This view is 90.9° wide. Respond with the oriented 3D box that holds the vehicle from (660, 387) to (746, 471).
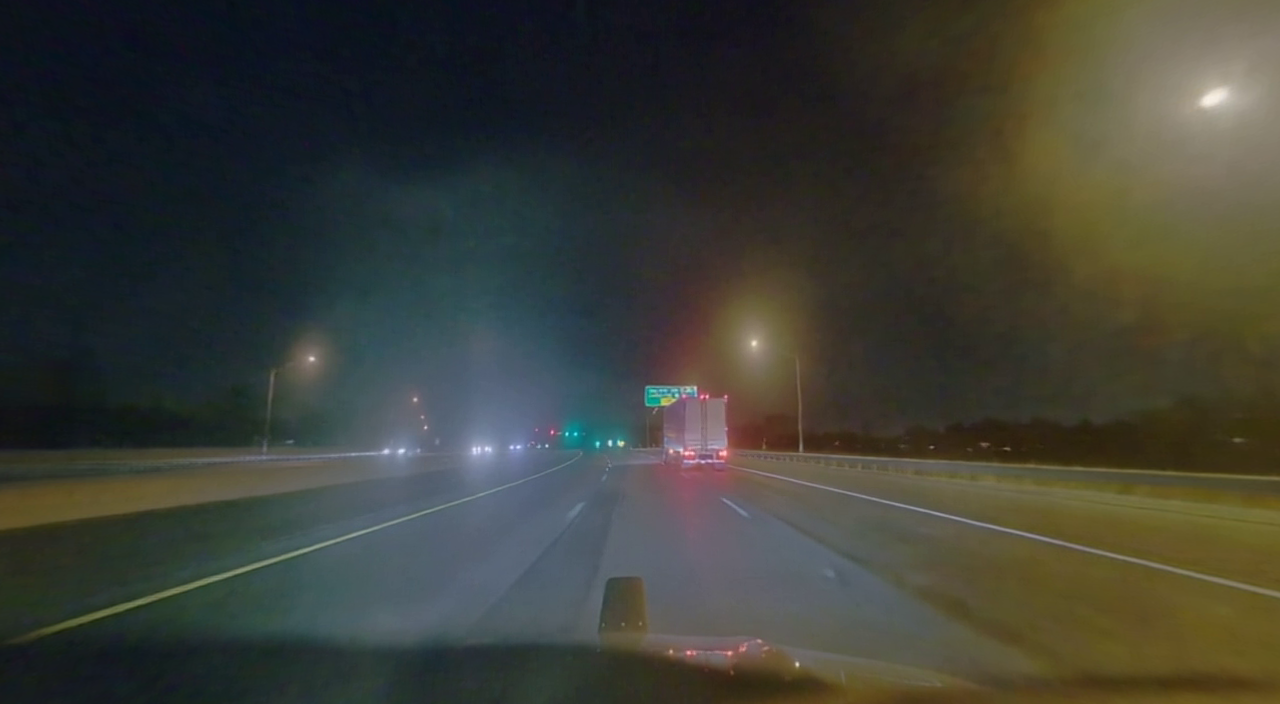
[{"bbox_3d":[3.437,5.160,40.701,2.932,4.205,18.253,0,-8,-2],"label":"vehicle"}]
